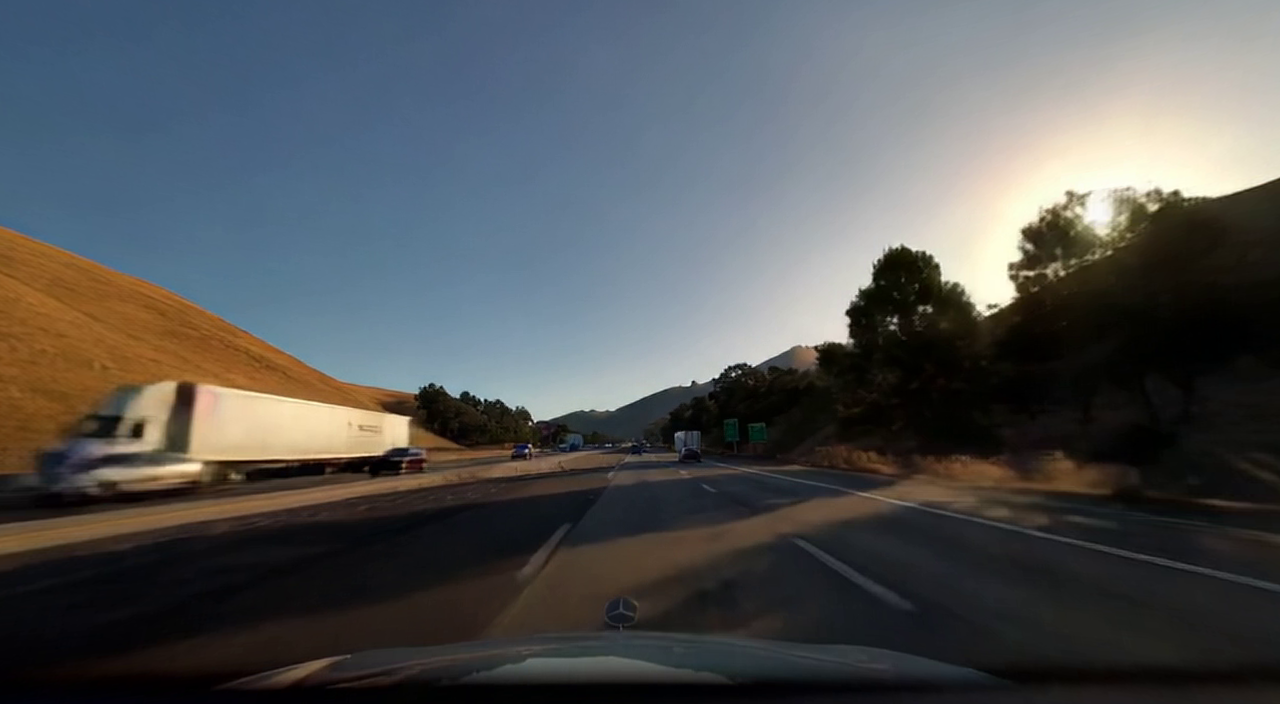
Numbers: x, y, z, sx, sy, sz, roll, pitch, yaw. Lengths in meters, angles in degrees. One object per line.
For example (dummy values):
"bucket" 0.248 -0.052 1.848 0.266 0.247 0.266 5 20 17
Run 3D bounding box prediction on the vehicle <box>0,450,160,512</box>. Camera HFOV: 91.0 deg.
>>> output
"vehicle" -16.306 3.508 17.706 1.888 1.462 4.599 0 -8 1

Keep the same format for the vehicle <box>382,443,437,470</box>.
"vehicle" -15.968 7.250 43.912 2.030 1.710 4.502 0 -8 2

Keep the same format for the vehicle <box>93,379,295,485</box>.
"vehicle" -20.588 3.898 30.104 3.028 4.329 8.712 0 -8 1
